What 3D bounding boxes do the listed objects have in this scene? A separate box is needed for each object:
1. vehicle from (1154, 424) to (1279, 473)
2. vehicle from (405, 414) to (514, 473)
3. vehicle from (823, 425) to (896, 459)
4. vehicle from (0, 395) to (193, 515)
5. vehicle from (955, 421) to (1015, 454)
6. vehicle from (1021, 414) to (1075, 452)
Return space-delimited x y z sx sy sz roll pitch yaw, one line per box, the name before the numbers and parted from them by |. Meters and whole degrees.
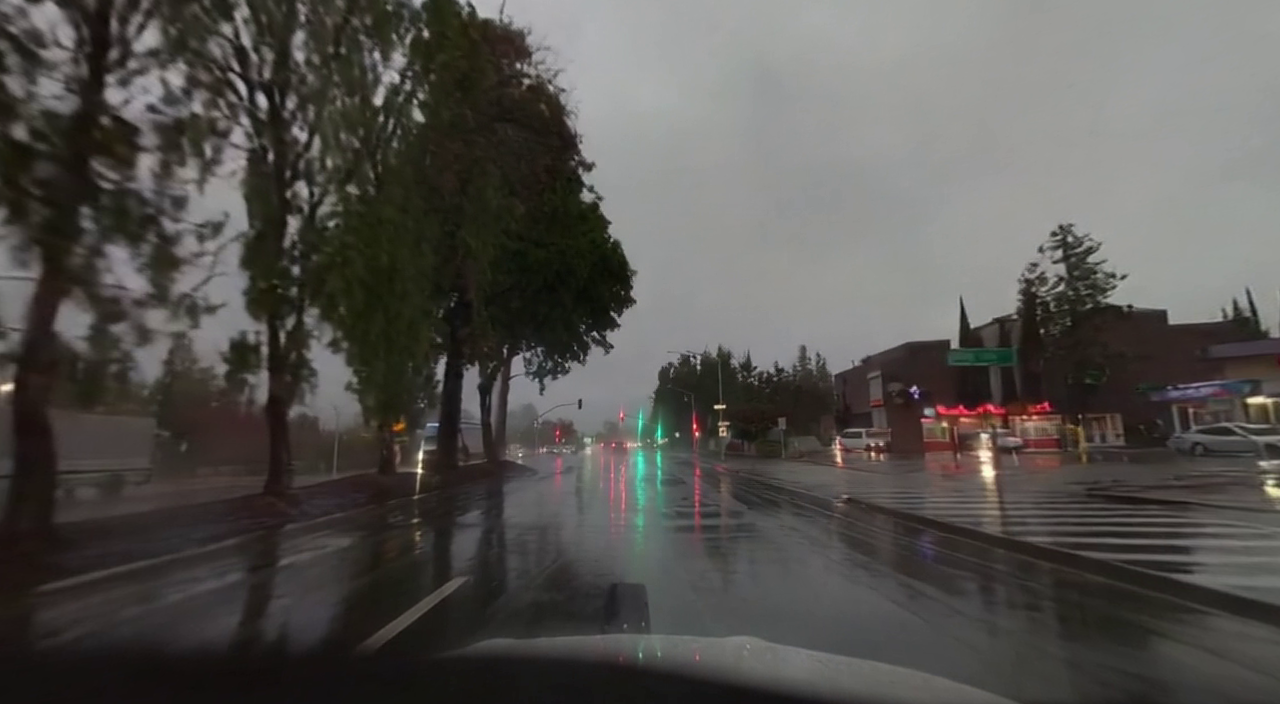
vehicle | 23.808 3.857 25.103 4.999 1.814 2.158 -7 -11 39
vehicle | -10.881 5.816 40.079 3.031 3.093 13.352 0 -9 0
vehicle | 14.459 5.983 41.745 4.203 2.206 1.934 -1 -9 7
vehicle | -19.137 3.129 19.277 2.958 3.304 10.523 0 -9 1
vehicle | 24.027 6.001 43.741 2.675 2.108 5.607 -7 -11 37
vehicle | 30.084 5.938 46.343 2.454 2.572 5.082 -9 -10 39
